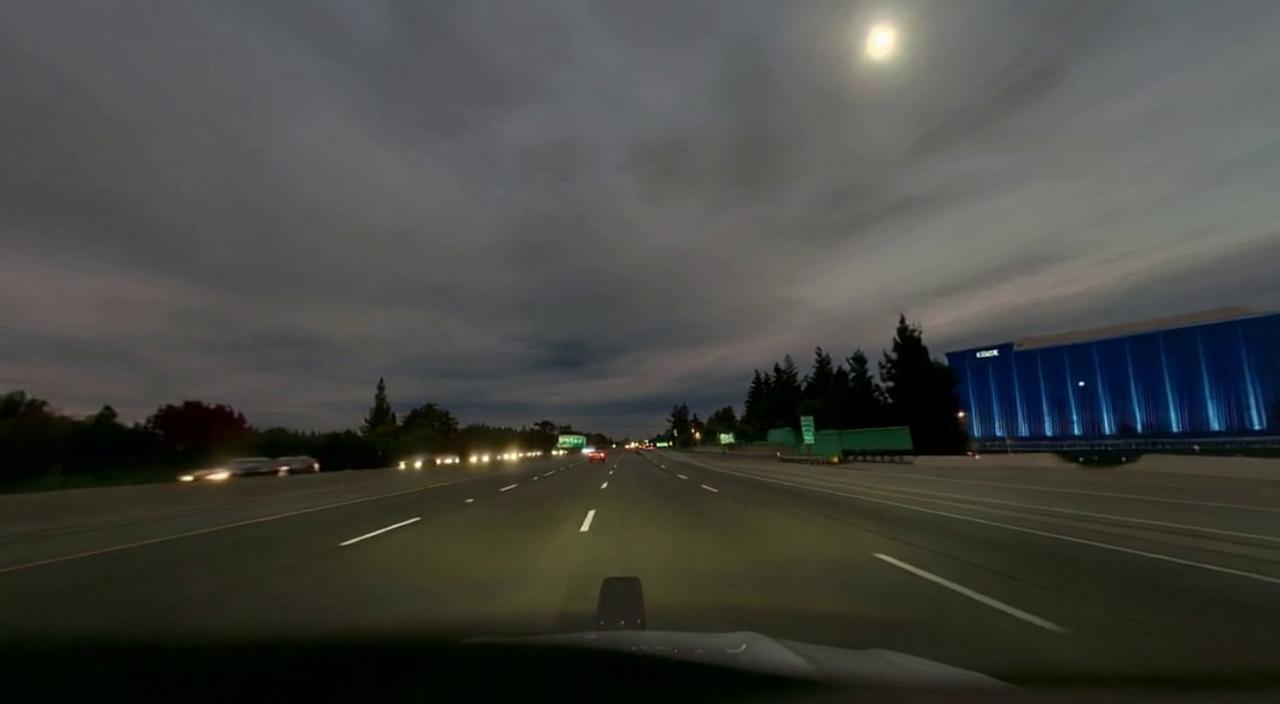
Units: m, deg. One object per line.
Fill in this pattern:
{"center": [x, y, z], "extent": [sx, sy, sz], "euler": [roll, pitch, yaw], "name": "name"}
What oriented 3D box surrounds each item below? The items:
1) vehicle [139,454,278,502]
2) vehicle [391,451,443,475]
{"center": [-15.501, 4.507, 23.017], "extent": [1.946, 1.531, 4.538], "euler": [0, -9, -2], "name": "vehicle"}
{"center": [-15.572, 7.763, 44.334], "extent": [1.933, 1.537, 4.929], "euler": [0, -9, -1], "name": "vehicle"}
